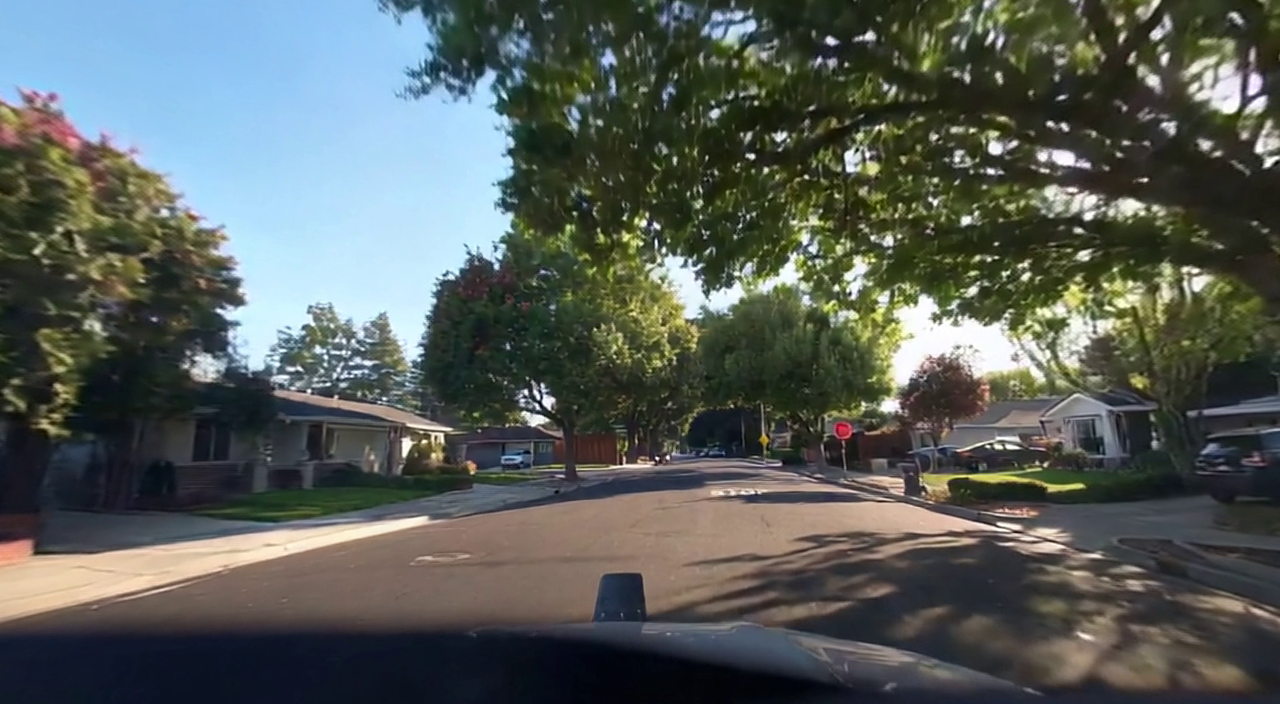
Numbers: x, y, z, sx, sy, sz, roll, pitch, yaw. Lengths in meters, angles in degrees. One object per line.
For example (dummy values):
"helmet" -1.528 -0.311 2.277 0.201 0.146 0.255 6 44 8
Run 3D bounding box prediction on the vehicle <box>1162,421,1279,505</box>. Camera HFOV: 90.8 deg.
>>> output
"vehicle" 13.823 2.247 13.092 4.589 1.526 2.133 1 -9 -13
